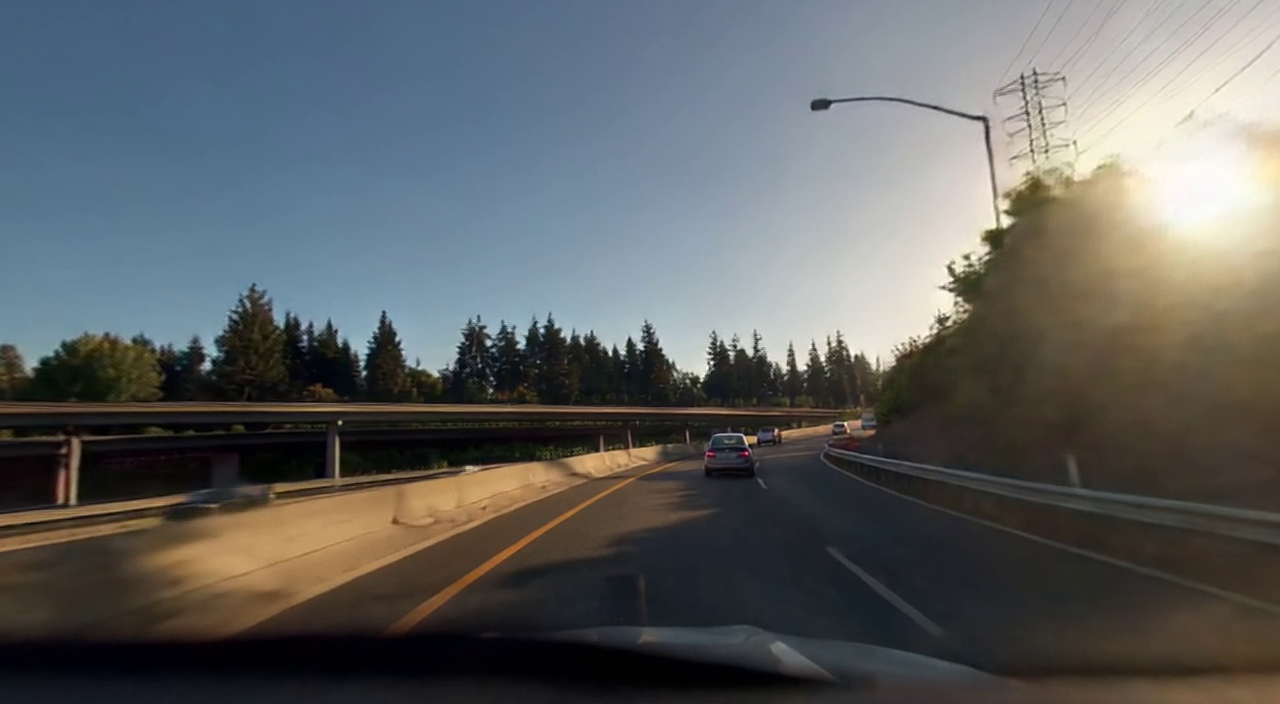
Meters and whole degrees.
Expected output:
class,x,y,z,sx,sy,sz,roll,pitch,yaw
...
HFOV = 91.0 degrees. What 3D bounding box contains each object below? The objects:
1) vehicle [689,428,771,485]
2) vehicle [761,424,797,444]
class,x,y,z,sx,sy,sz,roll,pitch,yaw
vehicle,2.630,3.057,18.661,2.091,1.482,4.321,-1,-9,7
vehicle,10.805,6.395,48.756,1.931,1.485,4.191,-4,-9,23
